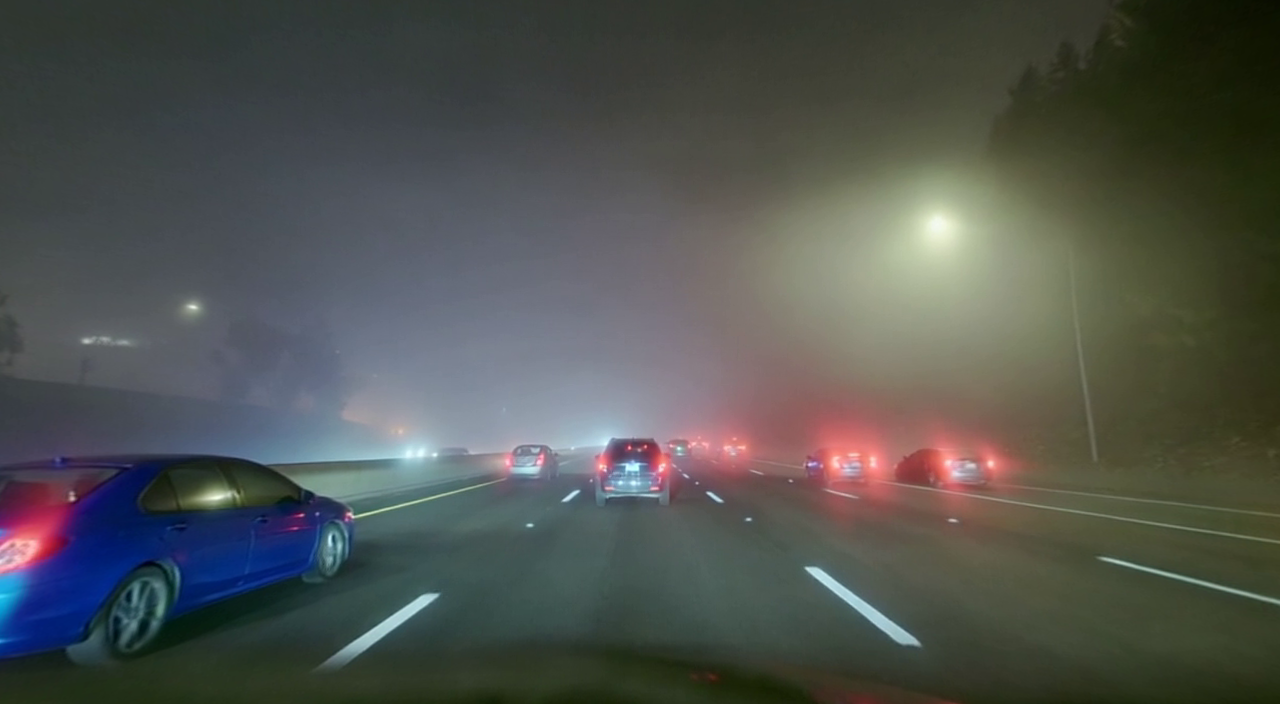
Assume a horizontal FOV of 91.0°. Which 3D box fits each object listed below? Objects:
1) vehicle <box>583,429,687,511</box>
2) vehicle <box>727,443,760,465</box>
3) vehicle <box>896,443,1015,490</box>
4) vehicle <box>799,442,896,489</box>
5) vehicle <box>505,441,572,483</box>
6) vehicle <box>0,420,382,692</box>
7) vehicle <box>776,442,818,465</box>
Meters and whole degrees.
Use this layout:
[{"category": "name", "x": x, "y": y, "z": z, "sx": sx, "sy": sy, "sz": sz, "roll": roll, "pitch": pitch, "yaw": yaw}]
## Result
[{"category": "vehicle", "x": -0.072, "y": 2.786, "z": 15.288, "sx": 2.181, "sy": 1.697, "sz": 4.021, "roll": 0, "pitch": -9, "yaw": 1}, {"category": "vehicle", "x": 7.724, "y": 7.647, "z": 47.238, "sx": 1.880, "sy": 1.526, "sz": 3.641, "roll": 0, "pitch": -9, "yaw": -1}, {"category": "vehicle", "x": 11.193, "y": 4.076, "z": 22.750, "sx": 2.008, "sy": 1.516, "sz": 4.385, "roll": 0, "pitch": -9, "yaw": 0}, {"category": "vehicle", "x": 7.528, "y": 4.154, "z": 23.402, "sx": 2.049, "sy": 1.521, "sz": 4.604, "roll": 0, "pitch": -9, "yaw": 0}, {"category": "vehicle", "x": -4.021, "y": 4.431, "z": 25.645, "sx": 1.947, "sy": 1.516, "sz": 4.295, "roll": 0, "pitch": -9, "yaw": 1}, {"category": "vehicle", "x": -4.290, "y": 1.457, "z": 5.741, "sx": 1.974, "sy": 1.478, "sz": 4.412, "roll": 0, "pitch": -9, "yaw": 0}, {"category": "vehicle", "x": 11.697, "y": 7.615, "z": 47.215, "sx": 1.992, "sy": 1.625, "sz": 4.359, "roll": 0, "pitch": -9, "yaw": 0}]
